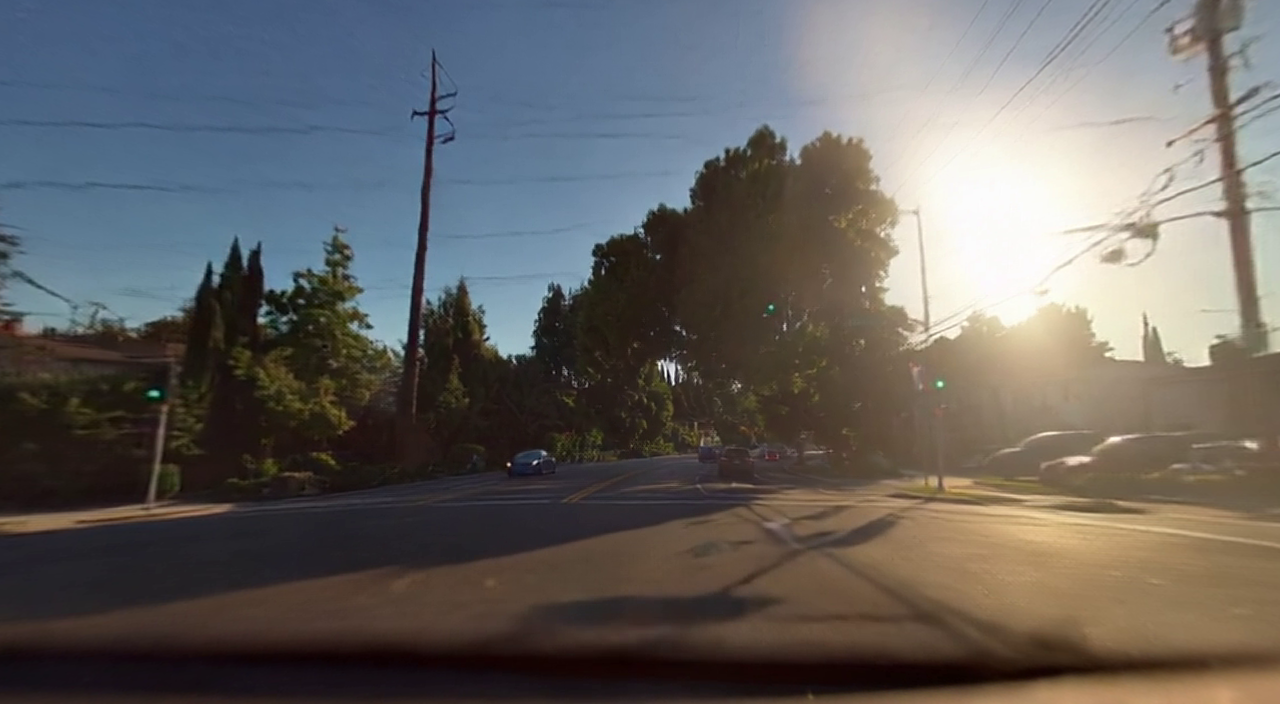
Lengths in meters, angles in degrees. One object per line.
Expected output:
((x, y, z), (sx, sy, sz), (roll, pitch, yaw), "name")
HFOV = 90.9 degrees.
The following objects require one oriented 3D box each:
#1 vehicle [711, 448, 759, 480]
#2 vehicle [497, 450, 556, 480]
((4.805, 5.709, 32.433), (1.951, 1.479, 4.487), (-1, -8, 3), "vehicle")
((-5.987, 6.020, 33.848), (1.985, 1.463, 4.294), (-1, -8, 6), "vehicle")
